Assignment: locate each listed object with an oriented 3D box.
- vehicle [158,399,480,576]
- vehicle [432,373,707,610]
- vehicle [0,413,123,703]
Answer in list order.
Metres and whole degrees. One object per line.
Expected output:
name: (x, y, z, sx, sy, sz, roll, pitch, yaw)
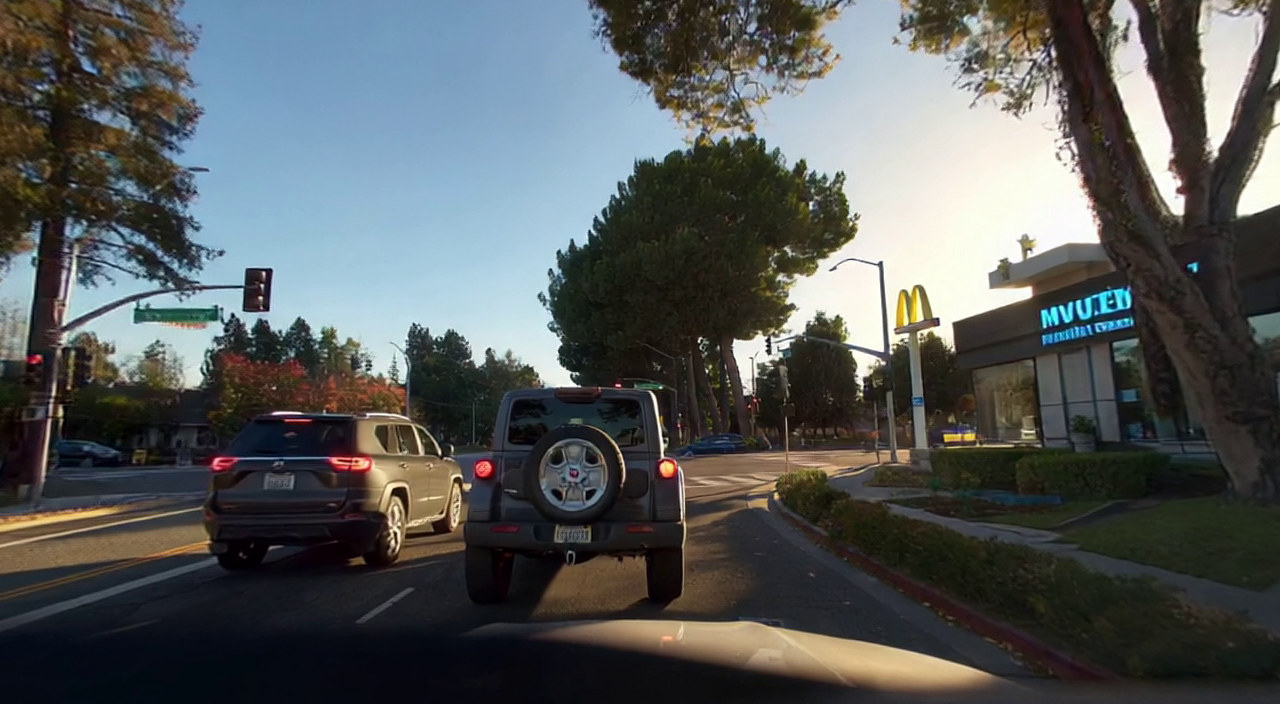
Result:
vehicle: (-3.909, 1.739, 8.870, 2.130, 1.819, 4.497, 0, -8, 0)
vehicle: (-0.616, 1.479, 7.557, 2.224, 1.923, 4.643, 0, -8, -1)
vehicle: (-3.888, 0.778, 1.234, 1.941, 1.479, 4.541, 0, -8, -1)
